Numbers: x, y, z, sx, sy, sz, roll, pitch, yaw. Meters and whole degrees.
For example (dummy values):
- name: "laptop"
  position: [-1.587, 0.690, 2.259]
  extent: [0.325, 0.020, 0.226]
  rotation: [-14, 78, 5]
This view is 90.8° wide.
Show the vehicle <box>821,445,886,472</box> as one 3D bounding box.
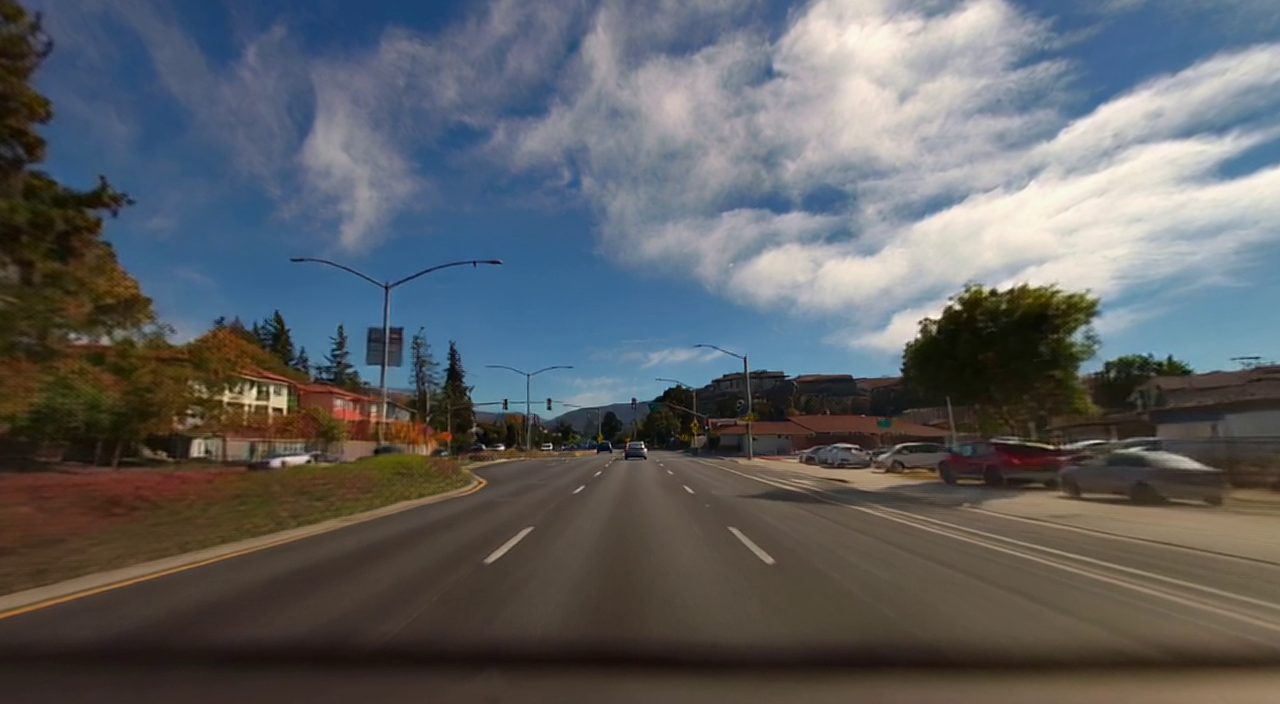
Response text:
- name: "vehicle"
  position: [12.413, 6.192, 37.043]
  extent: [2.128, 1.467, 4.987]
  rotation: [0, -9, 1]

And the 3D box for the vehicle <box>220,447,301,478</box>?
- name: "vehicle"
  position: [-19.492, 5.658, 32.617]
  extent: [1.784, 1.485, 3.829]
  rotation: [0, -8, 0]

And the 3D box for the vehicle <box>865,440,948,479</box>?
- name: "vehicle"
  position: [12.603, 5.082, 30.207]
  extent: [1.976, 1.706, 4.354]
  rotation: [0, -9, 0]

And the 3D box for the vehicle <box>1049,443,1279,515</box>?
- name: "vehicle"
  position: [12.408, 3.008, 15.376]
  extent: [1.836, 1.448, 4.624]
  rotation: [-1, -10, 1]

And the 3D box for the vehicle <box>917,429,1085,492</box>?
- name: "vehicle"
  position: [12.621, 3.908, 22.825]
  extent: [2.386, 1.919, 6.109]
  rotation: [-1, -10, -1]

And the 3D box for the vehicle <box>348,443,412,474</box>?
- name: "vehicle"
  position: [-15.079, 6.176, 36.921]
  extent: [1.857, 1.656, 4.514]
  rotation: [0, -9, 0]
